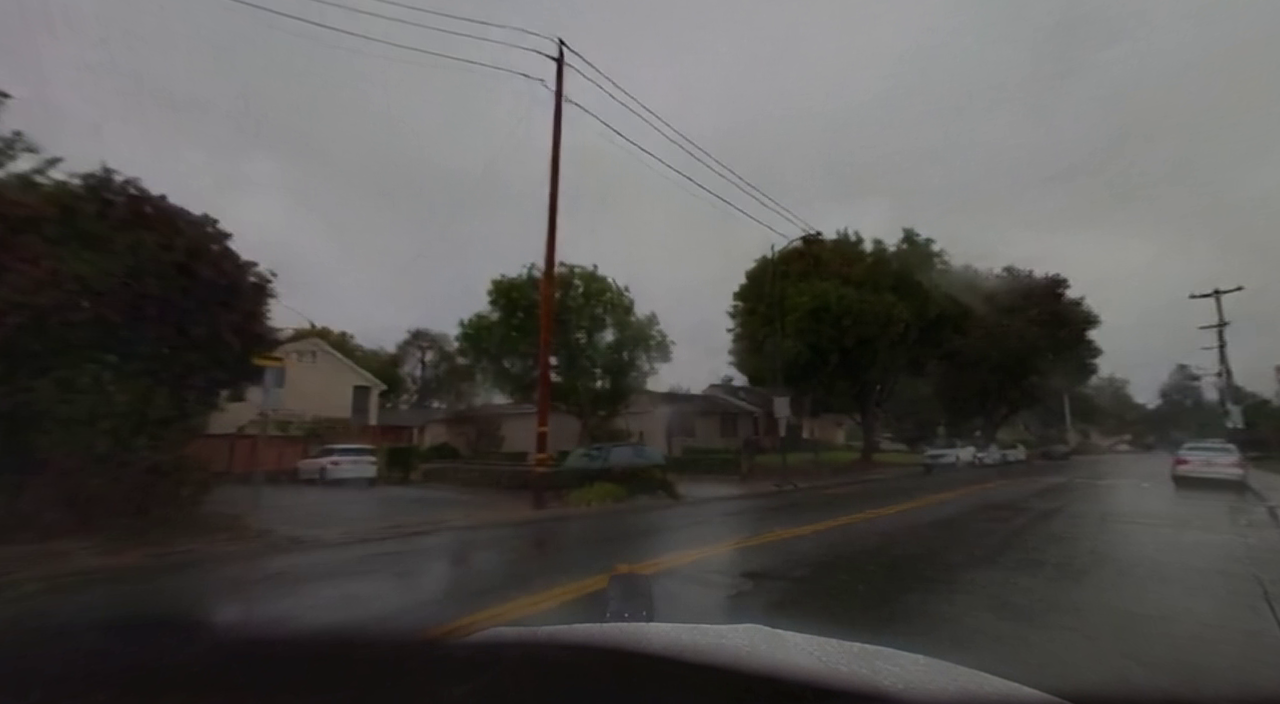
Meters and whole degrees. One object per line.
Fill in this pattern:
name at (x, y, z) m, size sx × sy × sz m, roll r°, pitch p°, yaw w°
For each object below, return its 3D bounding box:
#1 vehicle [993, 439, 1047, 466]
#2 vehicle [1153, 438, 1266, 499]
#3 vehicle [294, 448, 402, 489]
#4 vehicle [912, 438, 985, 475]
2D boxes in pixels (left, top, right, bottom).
vehicle at (26.913, 7.098, 44.567) m, size 2.120 × 1.799 × 5.370 m, roll -9°, pitch -13°, yaw 41°
vehicle at (16.267, 3.271, 18.001) m, size 2.014 × 1.482 × 4.599 m, roll -8°, pitch -12°, yaw 42°
vehicle at (-12.449, 4.934, 27.005) m, size 3.784 × 1.532 × 1.650 m, roll 6°, pitch -11°, yaw -42°
vehicle at (16.072, 5.397, 32.739) m, size 2.027 × 1.695 × 4.437 m, roll -13°, pitch -15°, yaw 41°
